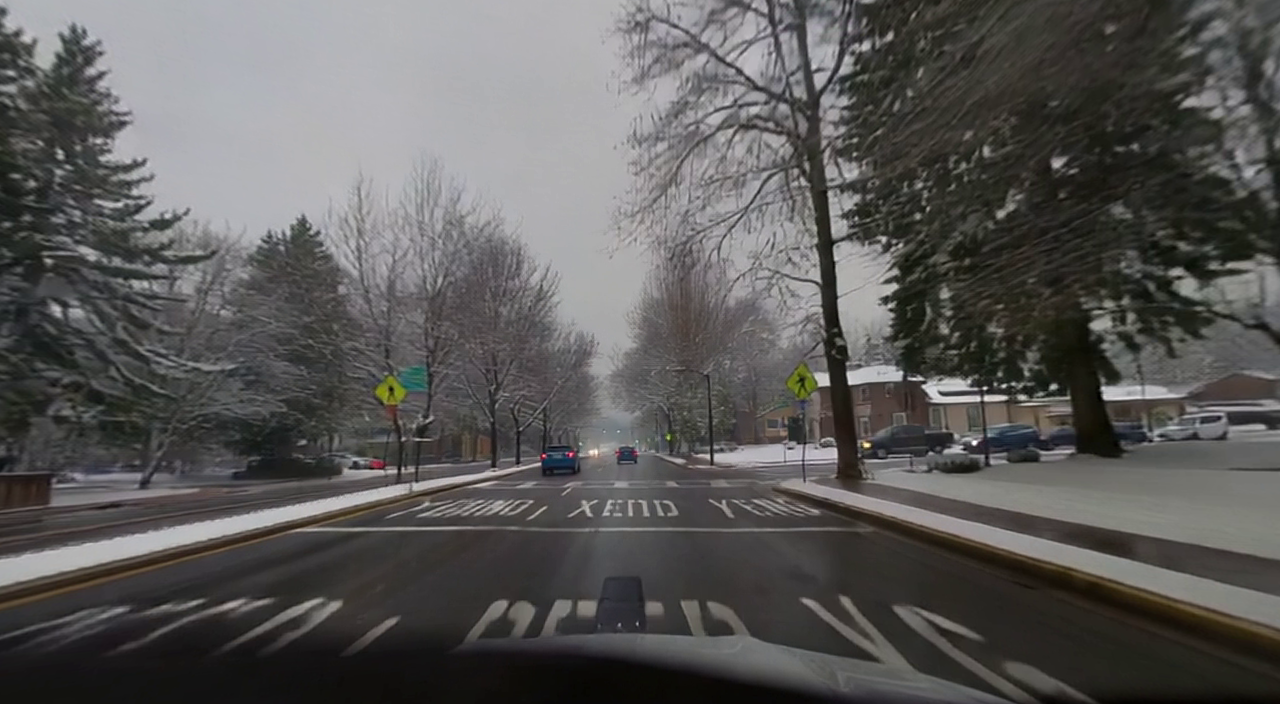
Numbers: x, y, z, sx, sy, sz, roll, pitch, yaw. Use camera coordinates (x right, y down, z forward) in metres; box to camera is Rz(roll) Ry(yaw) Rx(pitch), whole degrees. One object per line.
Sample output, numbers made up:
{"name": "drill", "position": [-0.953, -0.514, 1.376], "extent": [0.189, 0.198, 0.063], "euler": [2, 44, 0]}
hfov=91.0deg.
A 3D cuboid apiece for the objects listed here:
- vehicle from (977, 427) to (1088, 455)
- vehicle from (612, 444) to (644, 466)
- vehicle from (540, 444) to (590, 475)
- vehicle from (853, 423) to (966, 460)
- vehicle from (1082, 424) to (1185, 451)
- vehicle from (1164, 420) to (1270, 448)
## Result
{"name": "vehicle", "position": [22.345, 5.083, 35.954], "extent": [5.025, 1.532, 1.958], "euler": [0, -8, -1]}
{"name": "vehicle", "position": [-0.845, 7.419, 45.399], "extent": [2.187, 1.478, 4.138], "euler": [0, -8, -1]}
{"name": "vehicle", "position": [-3.761, 5.460, 32.365], "extent": [2.083, 1.460, 4.527], "euler": [0, -8, -1]}
{"name": "vehicle", "position": [15.174, 5.069, 35.702], "extent": [5.230, 2.007, 2.410], "euler": [0, -9, 1]}
{"name": "vehicle", "position": [28.248, 4.908, 36.108], "extent": [4.444, 1.482, 1.883], "euler": [1, -9, -5]}
{"name": "vehicle", "position": [33.184, 4.715, 36.250], "extent": [4.334, 1.545, 1.812], "euler": [0, -8, -2]}
